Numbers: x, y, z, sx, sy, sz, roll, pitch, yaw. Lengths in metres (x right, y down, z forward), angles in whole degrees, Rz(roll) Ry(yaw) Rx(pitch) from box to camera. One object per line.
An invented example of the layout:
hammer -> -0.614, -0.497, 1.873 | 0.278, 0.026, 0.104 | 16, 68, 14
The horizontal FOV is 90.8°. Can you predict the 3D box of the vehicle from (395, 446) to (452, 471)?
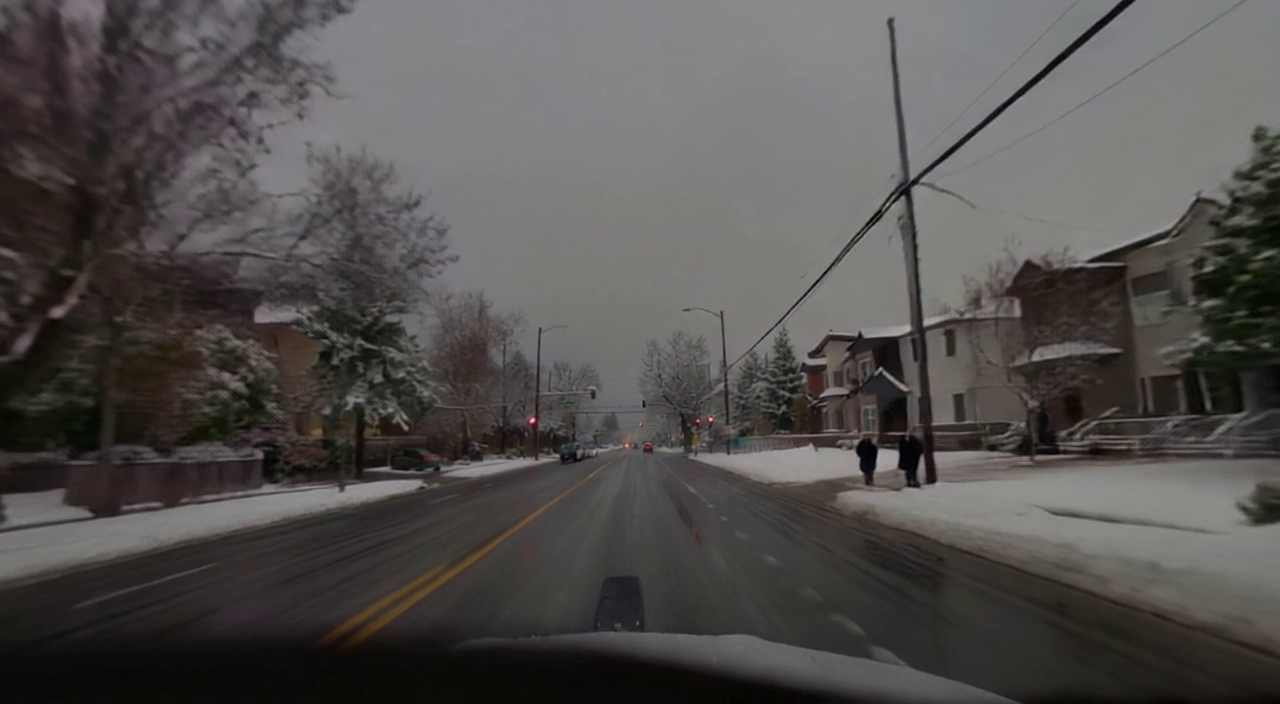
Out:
vehicle -> -12.826, 6.349, 37.722 | 1.934, 1.389, 4.364 | 0, -9, -1
